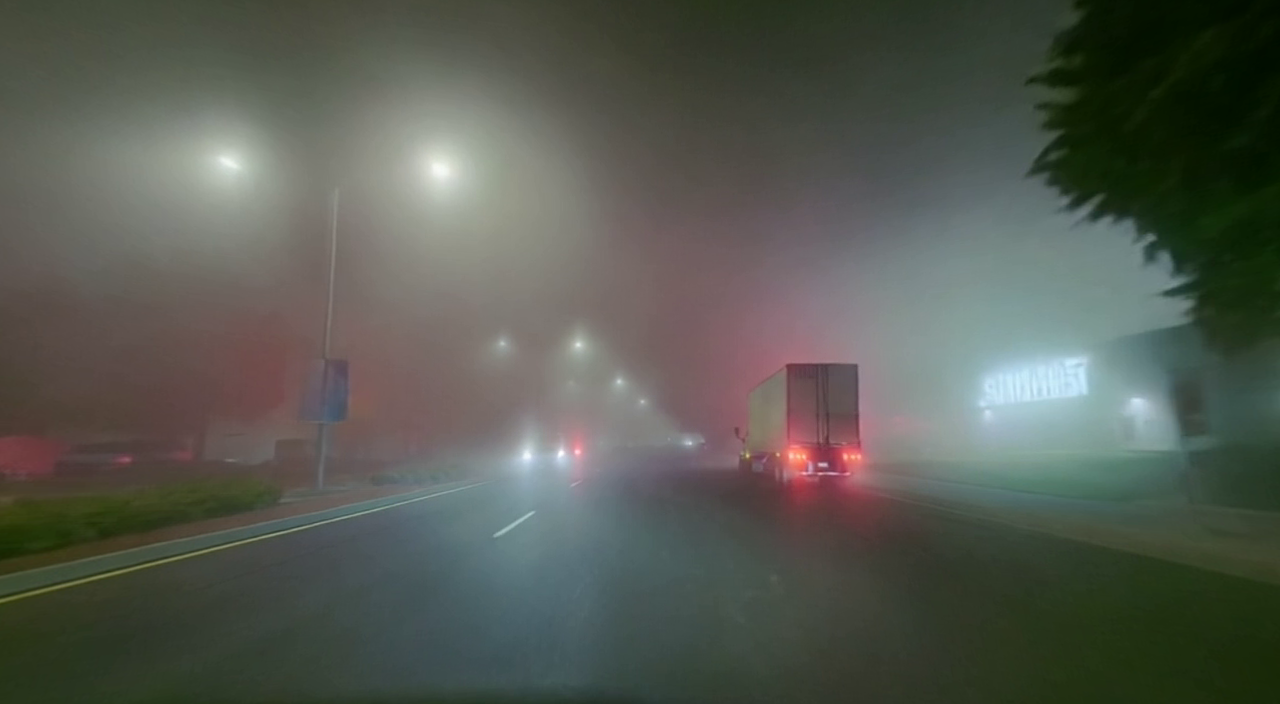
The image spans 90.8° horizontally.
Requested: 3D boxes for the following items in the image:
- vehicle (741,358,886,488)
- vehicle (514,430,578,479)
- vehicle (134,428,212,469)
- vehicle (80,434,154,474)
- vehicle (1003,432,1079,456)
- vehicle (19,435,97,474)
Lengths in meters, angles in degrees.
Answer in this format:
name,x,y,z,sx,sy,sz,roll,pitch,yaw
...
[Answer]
name,x,y,z,sx,sy,sz,roll,pitch,yaw
vehicle,6.161,2.885,24.379,2.981,4.106,8.794,0,-9,0
vehicle,-4.376,4.894,30.419,2.270,2.068,5.865,0,-9,-1
vehicle,-34.580,7.208,46.723,6.078,2.726,2.294,-7,-12,31
vehicle,-36.305,7.054,43.799,5.674,2.586,2.268,-6,-10,35
vehicle,30.246,6.987,47.776,4.346,1.772,1.955,0,-10,0
vehicle,-38.860,6.795,42.126,6.478,2.425,2.435,-6,-11,36
